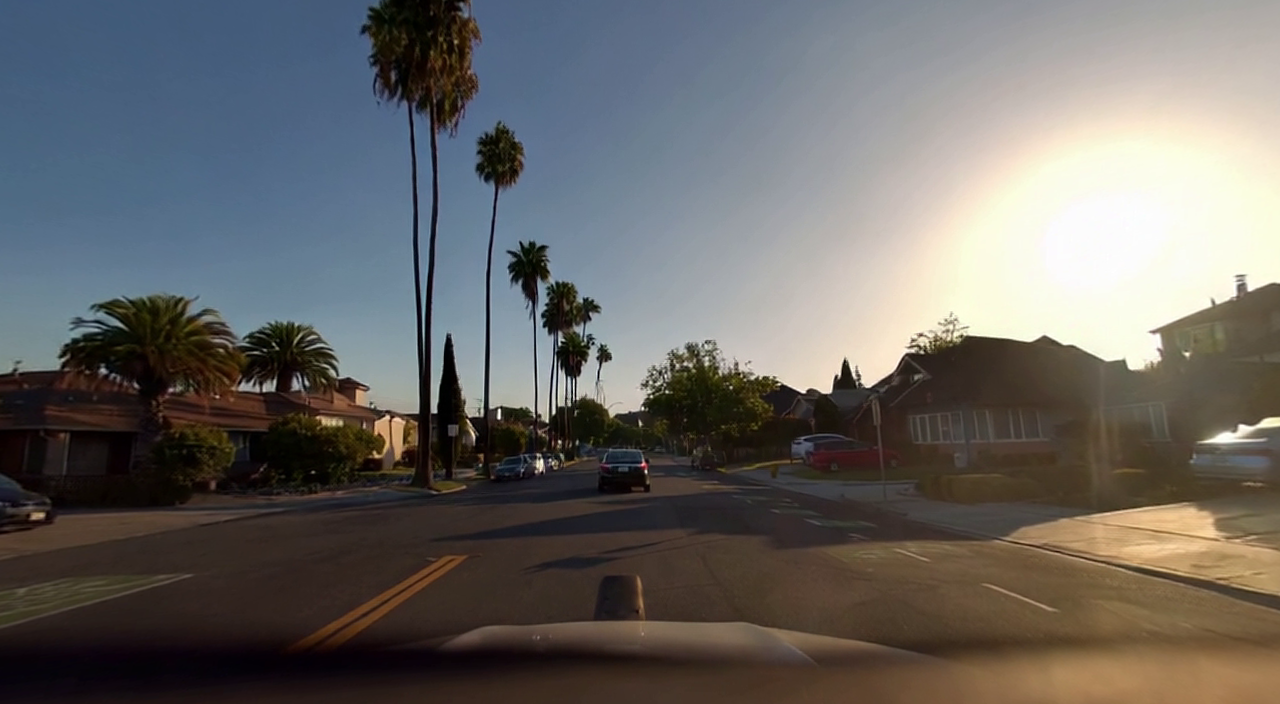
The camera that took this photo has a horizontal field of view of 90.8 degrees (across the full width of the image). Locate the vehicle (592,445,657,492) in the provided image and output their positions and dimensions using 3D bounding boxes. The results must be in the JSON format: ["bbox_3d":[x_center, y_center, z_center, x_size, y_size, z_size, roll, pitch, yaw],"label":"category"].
[{"bbox_3d":[-0.522,4.113,22.568,2.098,1.483,4.099,0,-9,-1],"label":"vehicle"}]

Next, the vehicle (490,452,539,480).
[{"bbox_3d":[-7.905,7.200,40.179,2.069,1.441,4.368,-3,-7,2],"label":"vehicle"}]
